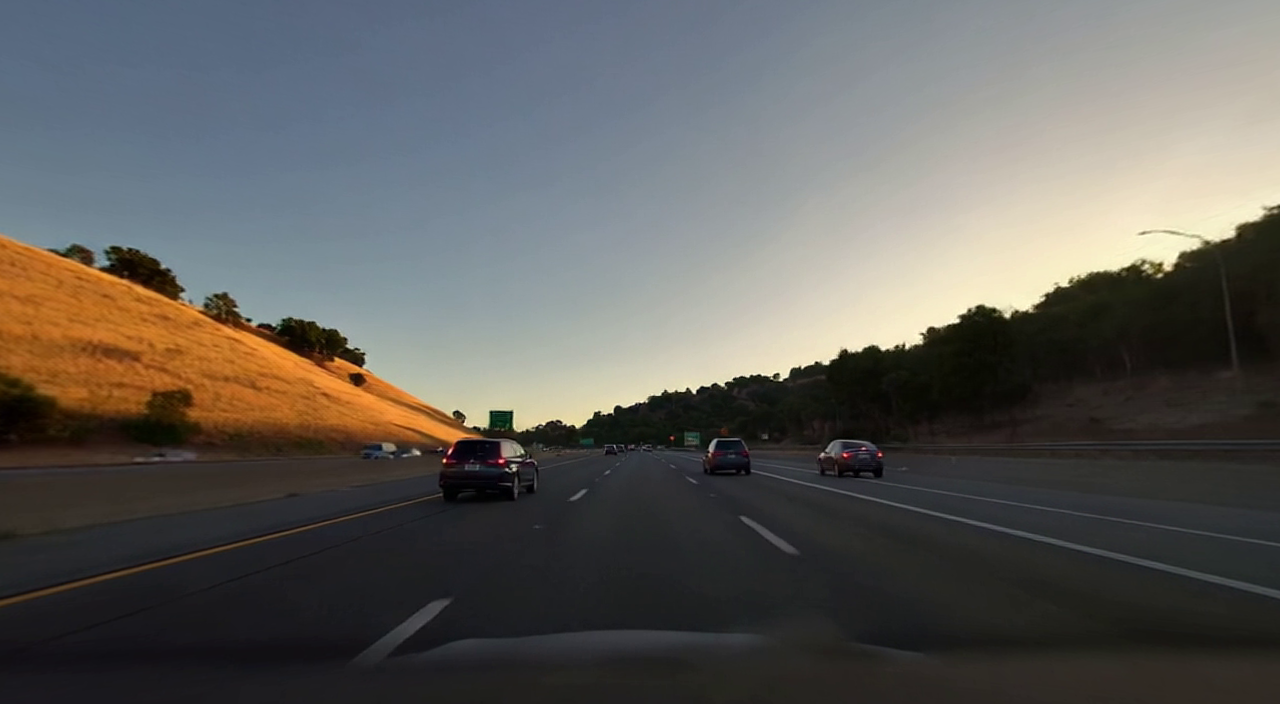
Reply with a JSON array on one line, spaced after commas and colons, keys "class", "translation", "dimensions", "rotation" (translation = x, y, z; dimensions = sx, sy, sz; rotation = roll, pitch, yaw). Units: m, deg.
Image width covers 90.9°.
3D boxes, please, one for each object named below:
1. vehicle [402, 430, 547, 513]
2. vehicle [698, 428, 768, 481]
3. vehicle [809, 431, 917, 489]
[{"class": "vehicle", "translation": [-3.700, 2.761, 15.078], "dimensions": [2.166, 1.672, 4.388], "rotation": [-1, -8, 1]}, {"class": "vehicle", "translation": [3.669, 4.159, 25.877], "dimensions": [2.121, 1.925, 5.056], "rotation": [0, -8, 0]}, {"class": "vehicle", "translation": [7.309, 3.577, 21.186], "dimensions": [1.998, 1.717, 4.338], "rotation": [0, -8, 0]}]
